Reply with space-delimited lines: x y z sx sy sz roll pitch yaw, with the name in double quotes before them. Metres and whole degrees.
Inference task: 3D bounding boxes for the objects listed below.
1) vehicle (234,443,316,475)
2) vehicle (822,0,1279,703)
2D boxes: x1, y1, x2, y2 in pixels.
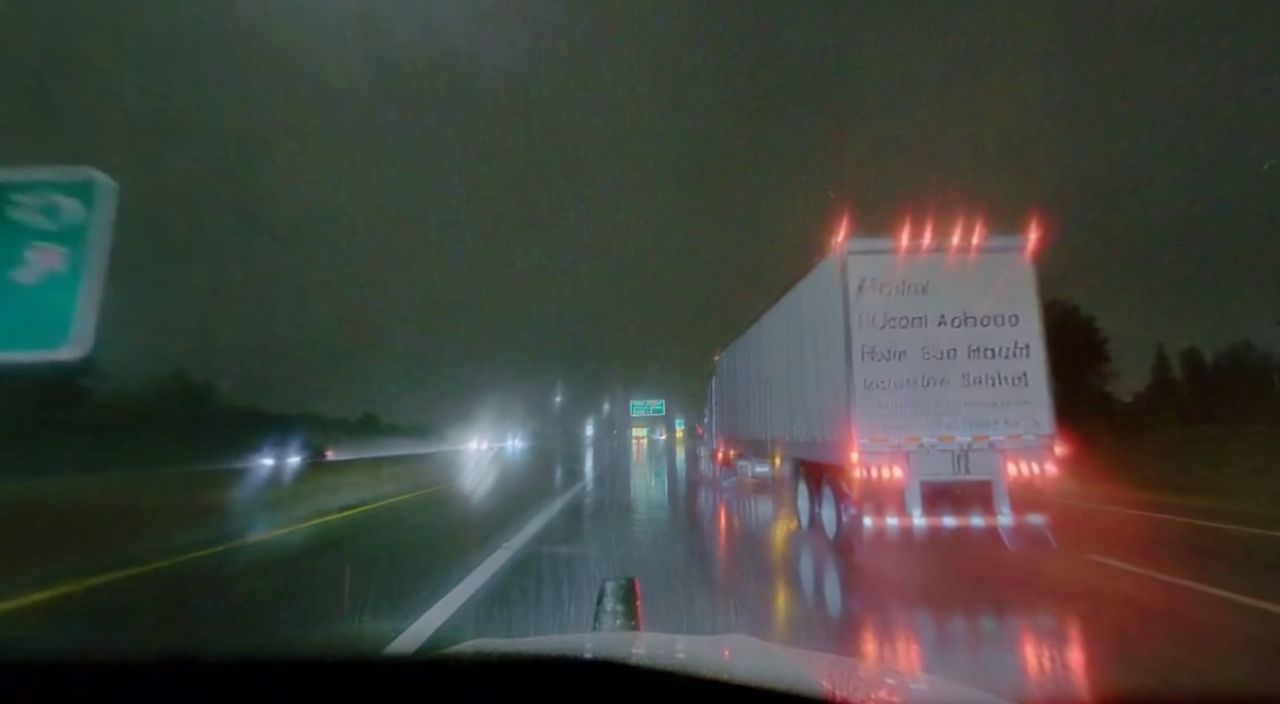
"vehicle" -18.988 5.550 32.894 1.869 1.522 3.997 0 -8 0
"vehicle" 4.127 -0.439 1.726 3.220 3.912 12.116 0 -8 -2
